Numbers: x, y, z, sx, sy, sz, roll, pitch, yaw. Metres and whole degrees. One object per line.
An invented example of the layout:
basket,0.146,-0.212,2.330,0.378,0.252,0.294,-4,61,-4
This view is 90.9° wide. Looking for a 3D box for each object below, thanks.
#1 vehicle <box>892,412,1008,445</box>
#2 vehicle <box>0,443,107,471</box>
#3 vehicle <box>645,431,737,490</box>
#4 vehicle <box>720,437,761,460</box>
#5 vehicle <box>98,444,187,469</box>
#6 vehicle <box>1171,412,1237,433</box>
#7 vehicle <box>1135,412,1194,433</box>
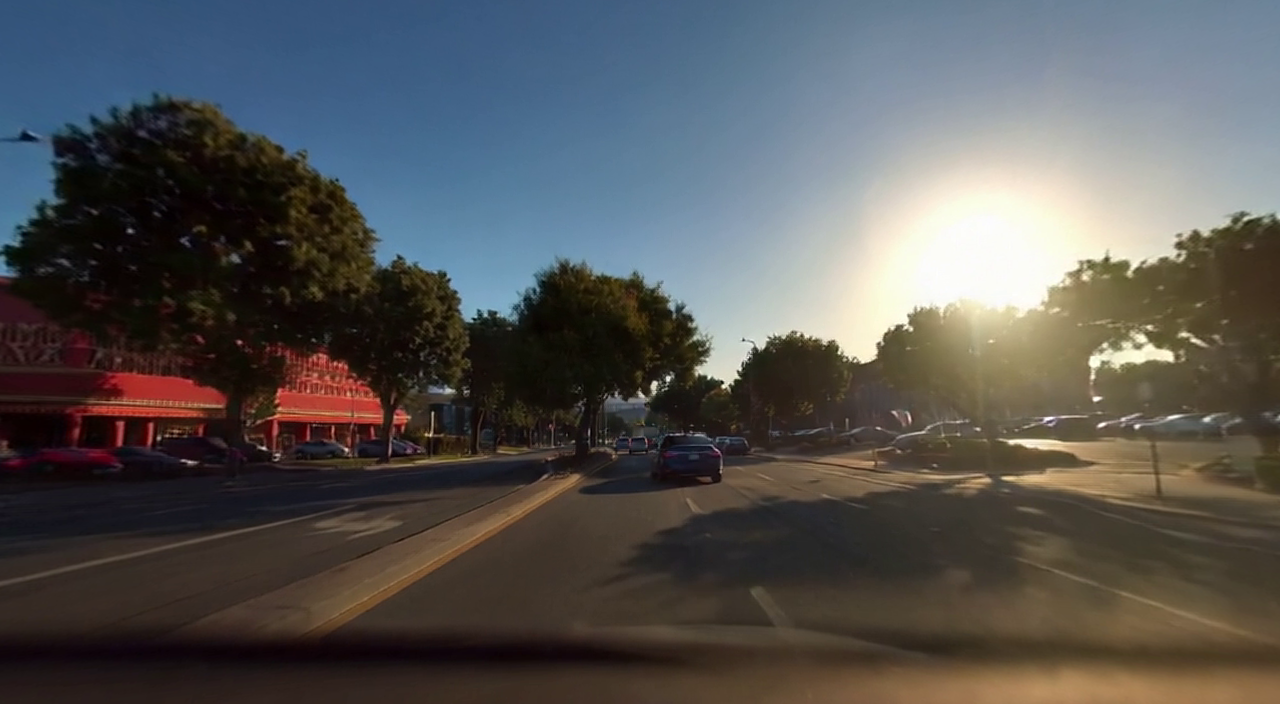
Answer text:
vehicle,19.591,4.900,40.049,6.173,1.962,2.208,0,-9,0
vehicle,-39.439,7.052,42.427,5.172,1.747,2.002,0,-8,0
vehicle,1.320,3.114,18.471,2.091,1.472,4.697,0,-8,-3
vehicle,6.844,6.655,43.445,2.016,1.479,4.532,0,-8,-1
vehicle,-33.545,7.046,42.587,4.214,1.609,2.092,0,-8,-2
vehicle,43.410,5.497,48.647,1.910,1.454,4.183,-2,-9,13
vehicle,40.932,5.581,49.315,1.920,1.478,4.241,-2,-9,16
